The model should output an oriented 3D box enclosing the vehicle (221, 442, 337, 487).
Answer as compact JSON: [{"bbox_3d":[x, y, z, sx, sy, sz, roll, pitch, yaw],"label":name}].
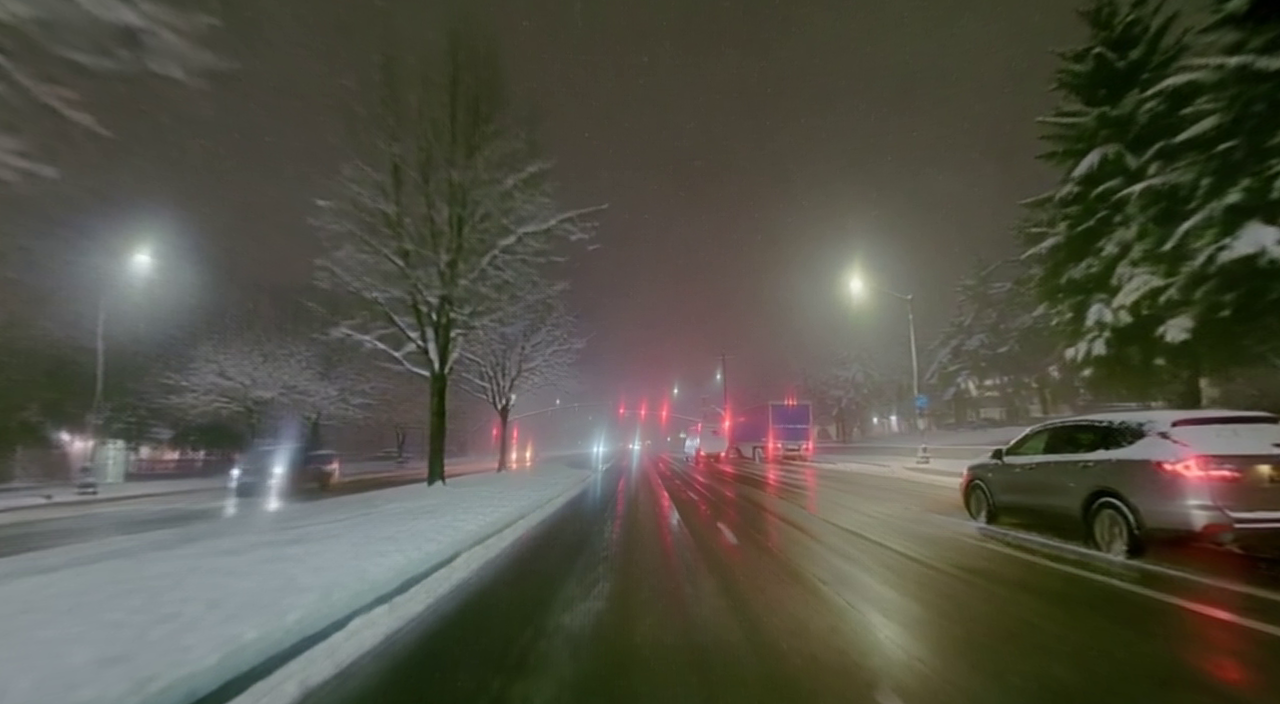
[{"bbox_3d":[-15.244,4.761,27.072,2.063,1.718,4.905,0,-8,0],"label":"vehicle"}]

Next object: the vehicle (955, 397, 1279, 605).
[{"bbox_3d":[6.111,1.602,7.765,2.012,1.754,4.635,0,-8,-1],"label":"vehicle"}]

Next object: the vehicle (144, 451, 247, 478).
[{"bbox_3d":[-24.992,6.336,35.621,4.461,1.452,1.855,-1,-8,3],"label":"vehicle"}]
